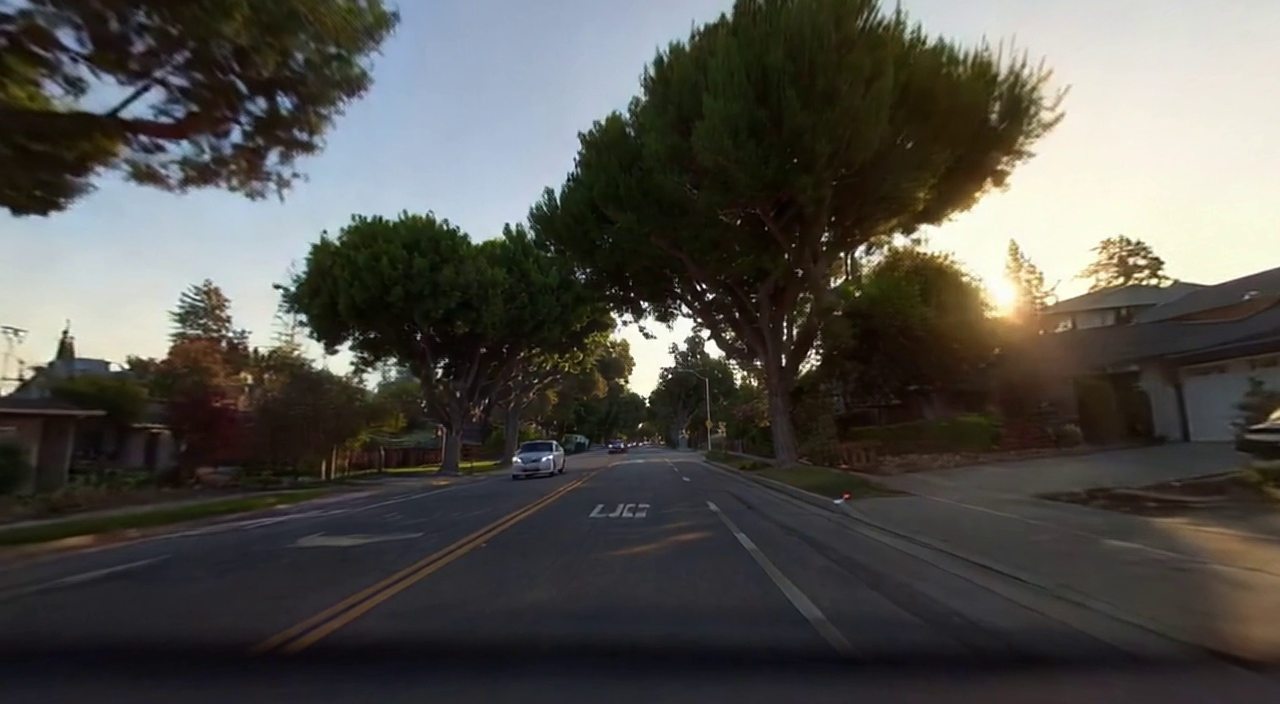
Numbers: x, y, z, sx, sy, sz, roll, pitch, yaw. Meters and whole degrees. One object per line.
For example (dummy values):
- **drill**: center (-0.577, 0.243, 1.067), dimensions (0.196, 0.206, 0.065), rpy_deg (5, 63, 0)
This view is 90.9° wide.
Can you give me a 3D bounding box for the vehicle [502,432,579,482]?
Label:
- **vehicle**: center (-3.865, 4.177, 25.393), dimensions (2.172, 1.793, 4.696), rpy_deg (0, -8, 2)
